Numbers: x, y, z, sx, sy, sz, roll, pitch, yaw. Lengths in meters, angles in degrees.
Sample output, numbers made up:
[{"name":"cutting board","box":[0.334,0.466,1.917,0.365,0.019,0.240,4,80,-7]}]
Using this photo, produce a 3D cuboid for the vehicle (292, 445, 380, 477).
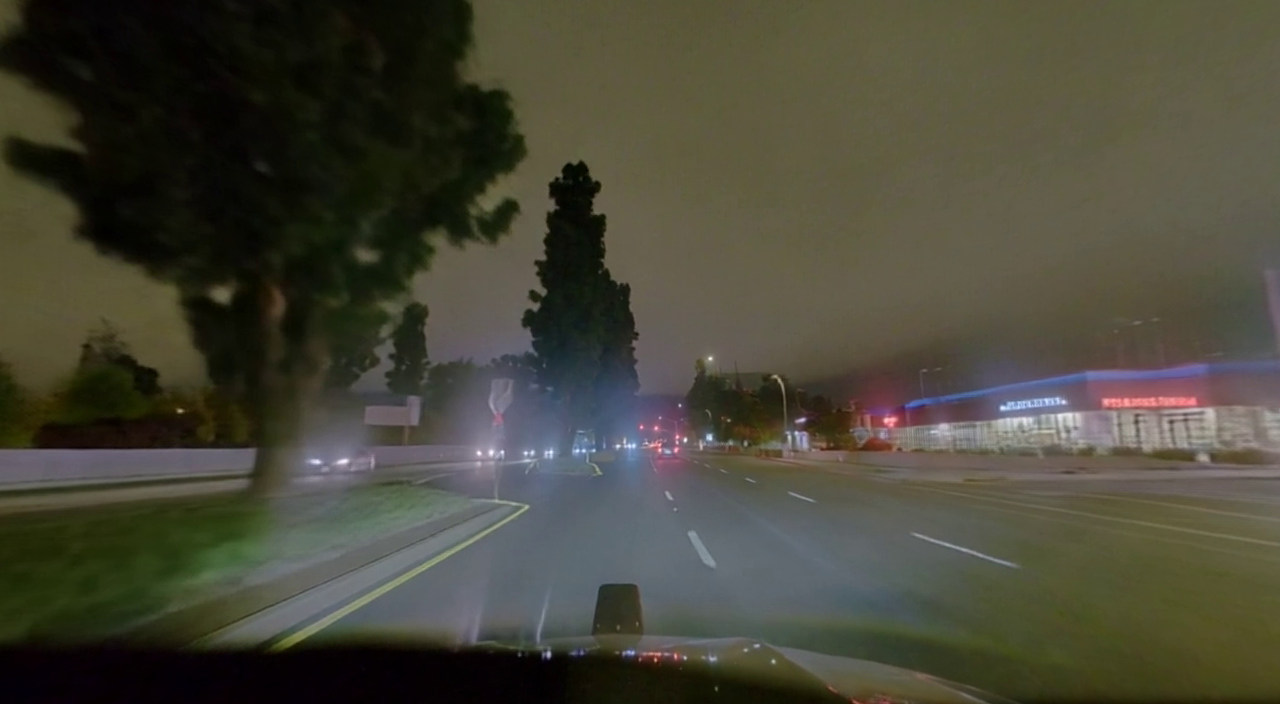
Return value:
[{"name":"vehicle","box":[-14.678,5.259,30.791,1.967,1.453,4.539,0,-9,1]}]
